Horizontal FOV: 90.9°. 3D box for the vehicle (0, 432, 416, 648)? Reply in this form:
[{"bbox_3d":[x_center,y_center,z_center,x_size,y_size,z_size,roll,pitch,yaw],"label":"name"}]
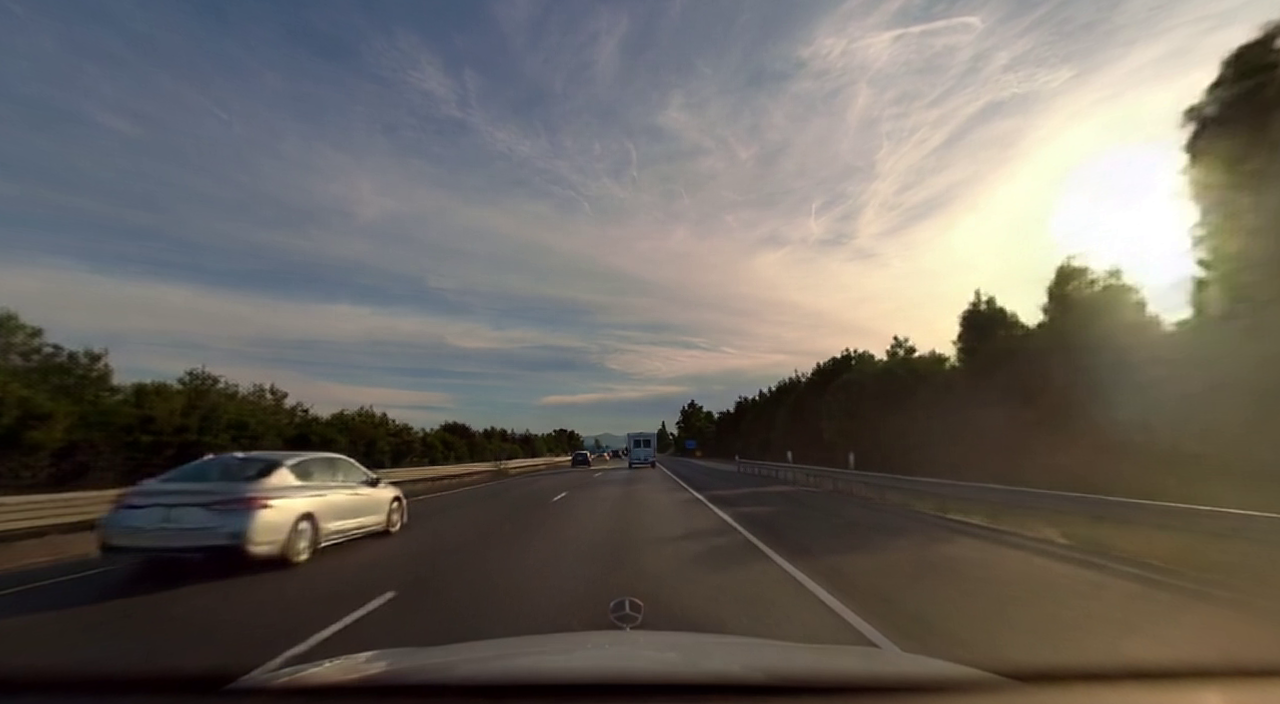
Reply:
[{"bbox_3d":[-4.168,1.642,6.597,1.998,1.460,4.422,0,-9,0],"label":"vehicle"}]

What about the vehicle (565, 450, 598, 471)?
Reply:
[{"bbox_3d":[-4.309,8.093,47.072,2.031,1.482,4.248,0,-9,0],"label":"vehicle"}]

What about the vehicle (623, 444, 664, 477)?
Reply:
[{"bbox_3d":[0.169,5.973,34.742,2.172,1.687,3.929,0,-9,0],"label":"vehicle"}]
